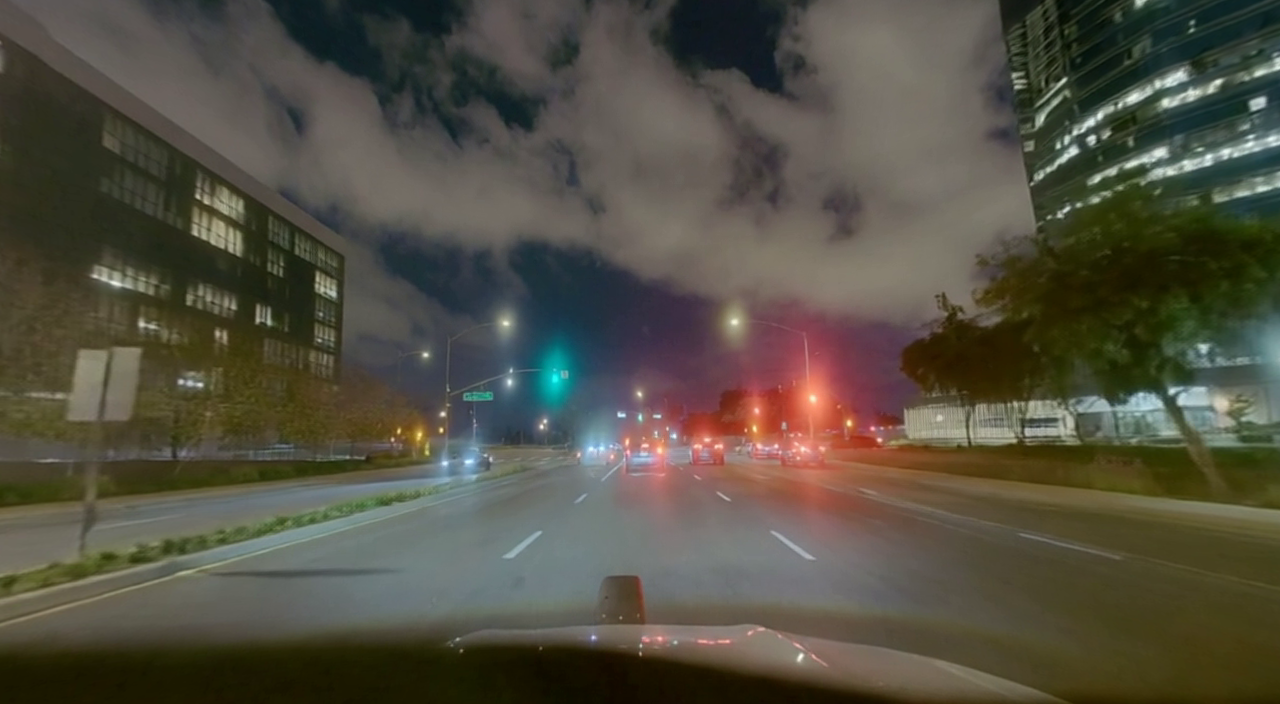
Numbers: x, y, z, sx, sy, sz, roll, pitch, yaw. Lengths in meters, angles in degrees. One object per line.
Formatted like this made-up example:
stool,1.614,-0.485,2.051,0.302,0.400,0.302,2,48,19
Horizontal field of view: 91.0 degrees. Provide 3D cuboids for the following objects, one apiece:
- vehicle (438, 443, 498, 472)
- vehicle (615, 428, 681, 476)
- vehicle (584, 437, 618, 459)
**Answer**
vehicle,-9.851,6.076,36.417,1.967,1.552,4.536,-1,-9,4
vehicle,0.326,4.272,27.050,2.601,1.878,4.535,0,-8,0
vehicle,-2.833,7.118,46.615,2.103,1.569,3.861,0,-9,2
